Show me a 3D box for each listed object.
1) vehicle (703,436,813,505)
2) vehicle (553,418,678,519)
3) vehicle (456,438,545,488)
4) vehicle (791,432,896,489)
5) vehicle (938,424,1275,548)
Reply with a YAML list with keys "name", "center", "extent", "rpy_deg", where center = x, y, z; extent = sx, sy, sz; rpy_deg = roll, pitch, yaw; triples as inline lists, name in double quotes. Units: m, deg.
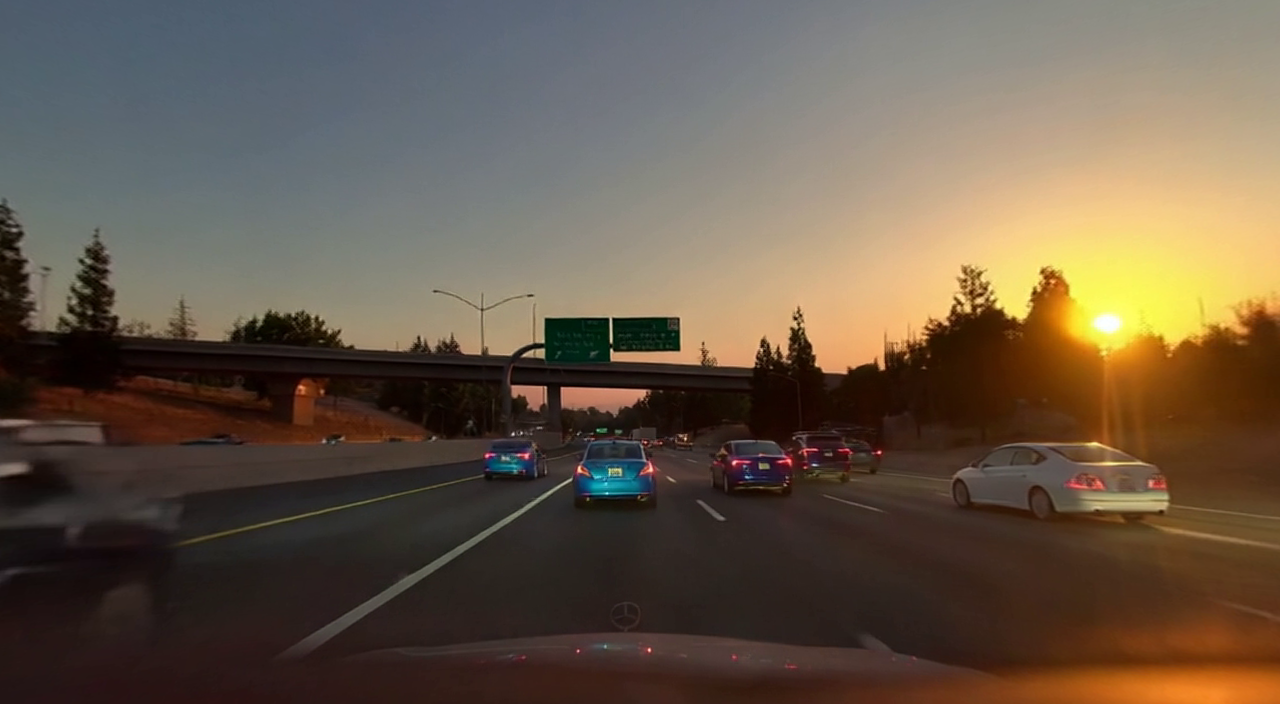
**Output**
- name: "vehicle"
  center: [2.885, 3.002, 16.401]
  extent: [1.975, 1.532, 4.227]
  rpy_deg: [1, -9, -1]
- name: "vehicle"
  center: [-0.435, 2.334, 13.011]
  extent: [2.181, 1.728, 3.970]
  rpy_deg: [1, -9, 0]
- name: "vehicle"
  center: [-4.721, 3.829, 22.124]
  extent: [2.071, 1.537, 4.912]
  rpy_deg: [1, -9, -1]
- name: "vehicle"
  center: [6.845, 3.684, 21.728]
  extent: [2.022, 1.735, 4.400]
  rpy_deg: [1, -9, -2]
- name: "vehicle"
  center: [7.388, 2.159, 10.837]
  extent: [2.106, 1.641, 4.671]
  rpy_deg: [1, -9, -2]
